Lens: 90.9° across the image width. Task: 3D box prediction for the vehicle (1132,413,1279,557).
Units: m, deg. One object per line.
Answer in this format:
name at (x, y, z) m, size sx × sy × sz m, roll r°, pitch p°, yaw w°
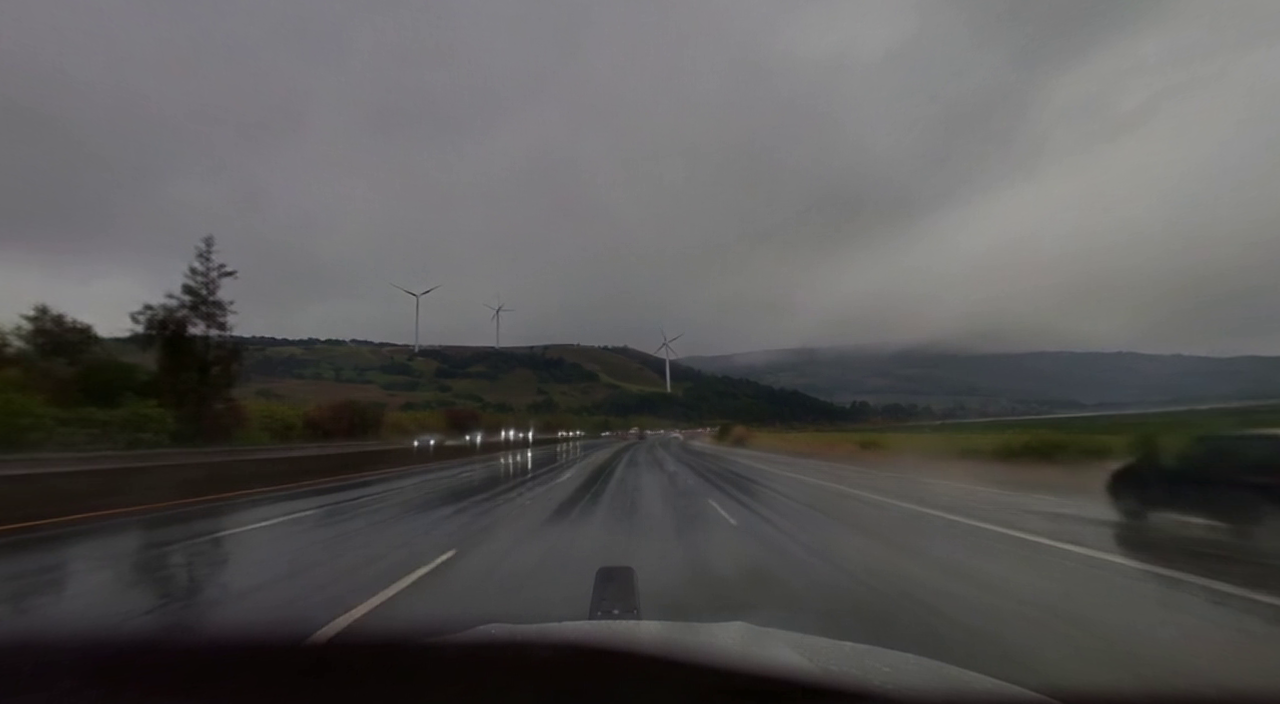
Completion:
vehicle at (7.934, 1.497, 7.242) m, size 1.926 × 1.559 × 2.968 m, roll 1°, pitch -8°, yaw -7°
